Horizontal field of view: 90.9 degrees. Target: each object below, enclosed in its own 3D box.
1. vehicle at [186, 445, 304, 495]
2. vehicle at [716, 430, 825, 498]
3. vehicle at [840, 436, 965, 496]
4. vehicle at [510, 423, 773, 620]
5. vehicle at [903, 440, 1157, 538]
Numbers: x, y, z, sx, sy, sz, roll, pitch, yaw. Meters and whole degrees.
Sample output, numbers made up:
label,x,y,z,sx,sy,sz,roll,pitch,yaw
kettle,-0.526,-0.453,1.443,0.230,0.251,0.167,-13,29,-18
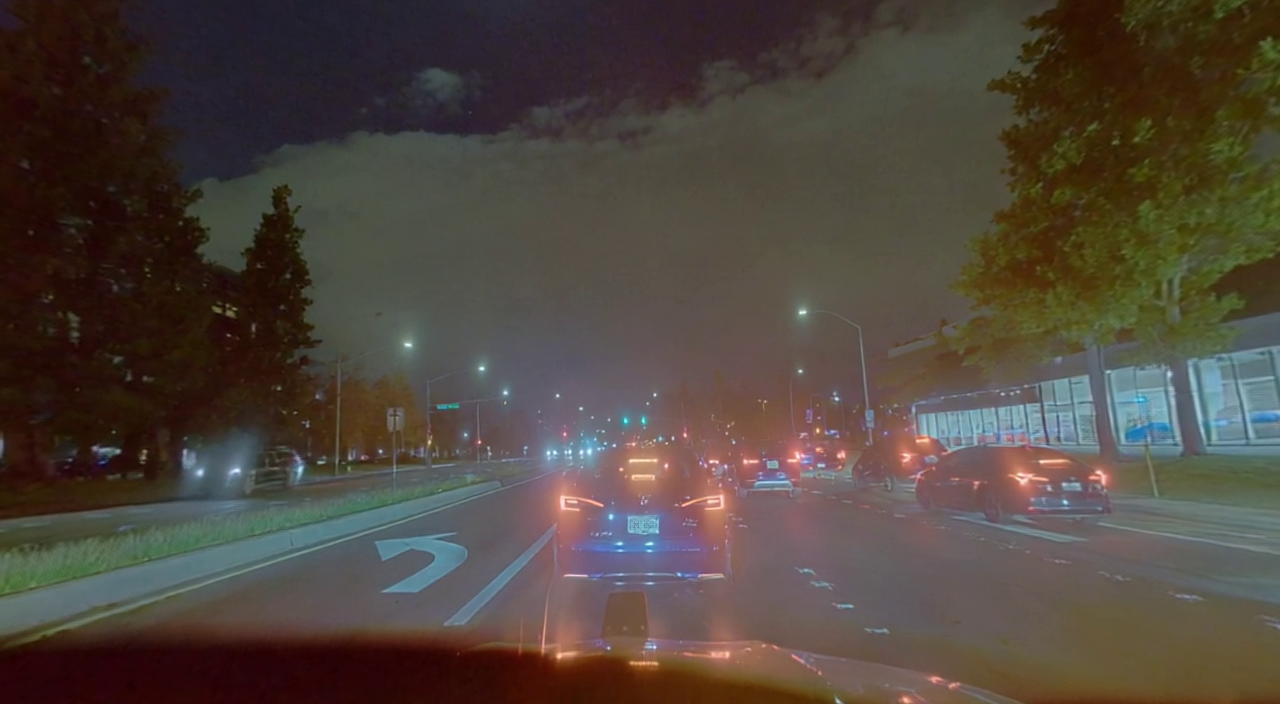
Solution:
label,x,y,z,sx,sy,sz,roll,pitch,yaw
vehicle,-15.293,4.553,24.764,2.163,1.743,4.428,1,-8,-7
vehicle,3.614,3.205,18.465,2.114,1.736,4.553,0,-8,-1
vehicle,7.899,3.447,19.514,1.963,1.637,4.527,0,-8,1
vehicle,-0.018,1.600,6.998,1.977,1.465,4.376,0,-8,-1
vehicle,6.834,2.402,11.790,1.911,1.468,4.417,0,-8,0
